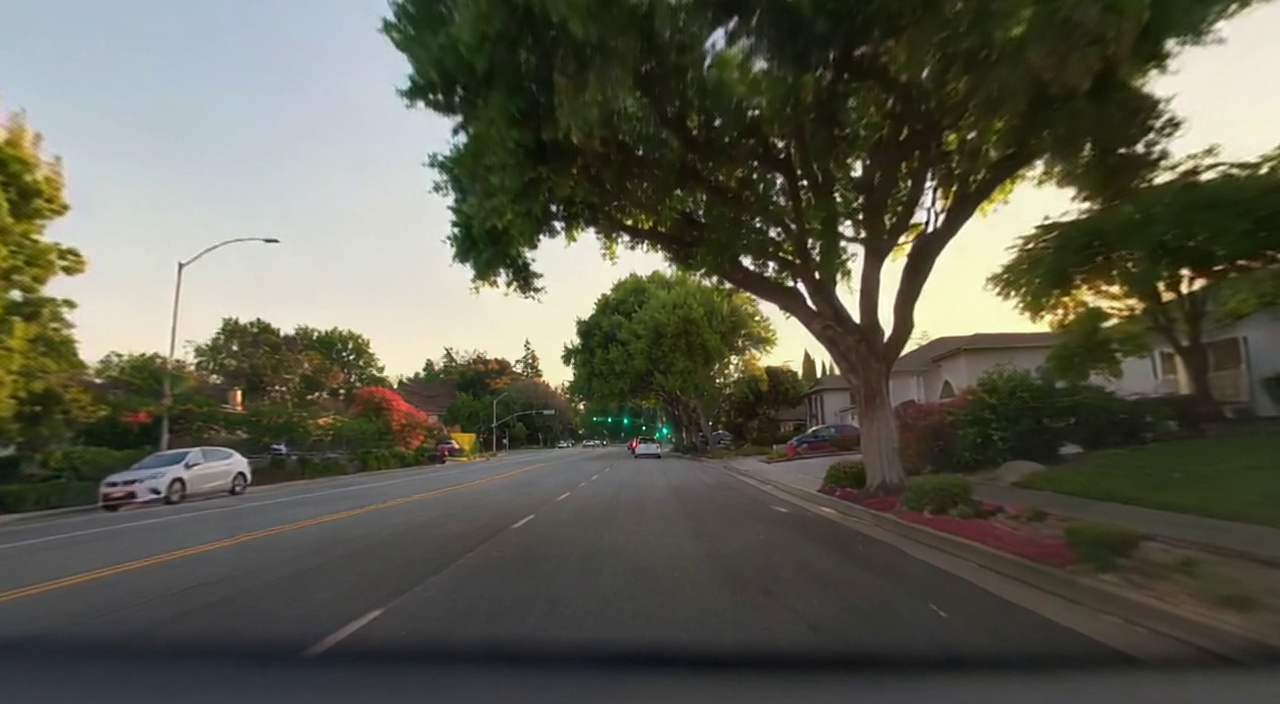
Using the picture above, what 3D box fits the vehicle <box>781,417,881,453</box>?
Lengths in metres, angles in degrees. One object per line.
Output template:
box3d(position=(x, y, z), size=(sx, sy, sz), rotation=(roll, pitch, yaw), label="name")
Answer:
box3d(position=(10.450, 4.597, 34.754), size=(4.746, 1.485, 1.916), rotation=(-5, -8, 0), label="vehicle")

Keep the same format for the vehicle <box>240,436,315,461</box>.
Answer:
box3d(position=(-28.209, 7.469, 49.070), size=(5.100, 1.864, 2.490), rotation=(-4, -9, 25), label="vehicle")

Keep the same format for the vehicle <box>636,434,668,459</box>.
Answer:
box3d(position=(0.838, 6.473, 43.223), size=(2.088, 1.607, 3.903), rotation=(0, -8, 2), label="vehicle")

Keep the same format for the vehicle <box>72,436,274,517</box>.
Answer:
box3d(position=(-14.090, 3.698, 19.600), size=(2.337, 1.850, 5.448), rotation=(-4, -6, -2), label="vehicle")
